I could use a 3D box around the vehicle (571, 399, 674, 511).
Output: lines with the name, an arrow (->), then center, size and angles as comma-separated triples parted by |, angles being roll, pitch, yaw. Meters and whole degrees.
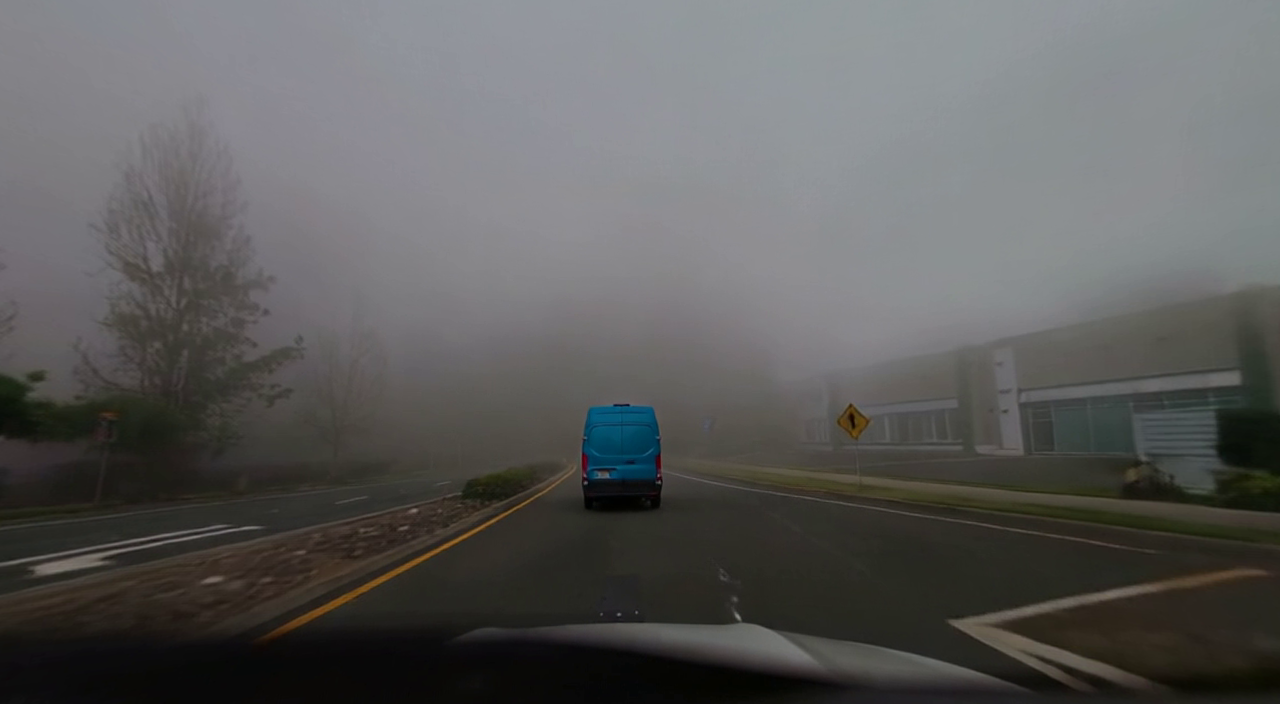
vehicle -> -0.667, 2.893, 17.832 | 2.432, 2.624, 5.670 | 0, -9, -5
